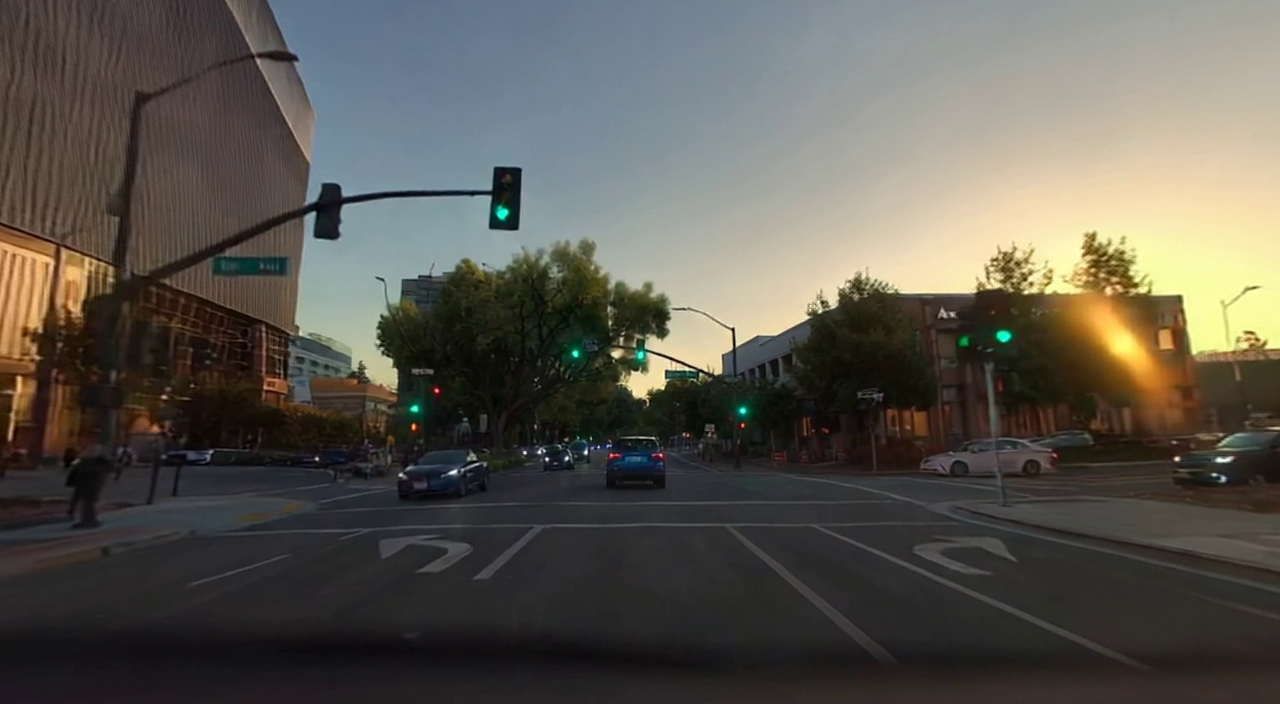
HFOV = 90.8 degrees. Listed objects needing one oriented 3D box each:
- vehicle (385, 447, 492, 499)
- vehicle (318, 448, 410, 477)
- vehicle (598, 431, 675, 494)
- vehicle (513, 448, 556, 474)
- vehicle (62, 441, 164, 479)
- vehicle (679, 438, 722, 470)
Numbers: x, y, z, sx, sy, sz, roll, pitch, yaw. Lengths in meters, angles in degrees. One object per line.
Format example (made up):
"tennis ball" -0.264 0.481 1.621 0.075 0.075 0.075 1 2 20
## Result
"vehicle" -6.295 3.806 20.364 1.934 1.476 4.457 0 -8 1
"vehicle" -16.002 6.366 36.709 4.588 1.582 1.980 5 -11 -33
"vehicle" -0.142 3.454 20.120 2.183 1.765 4.059 0 -8 -1
"vehicle" -6.353 6.570 38.384 1.874 1.480 4.148 0 -8 1
"vehicle" -26.133 5.312 31.328 4.393 1.730 2.151 -5 -9 26
"vehicle" 3.780 6.500 40.480 2.113 1.869 5.322 0 -8 -2
